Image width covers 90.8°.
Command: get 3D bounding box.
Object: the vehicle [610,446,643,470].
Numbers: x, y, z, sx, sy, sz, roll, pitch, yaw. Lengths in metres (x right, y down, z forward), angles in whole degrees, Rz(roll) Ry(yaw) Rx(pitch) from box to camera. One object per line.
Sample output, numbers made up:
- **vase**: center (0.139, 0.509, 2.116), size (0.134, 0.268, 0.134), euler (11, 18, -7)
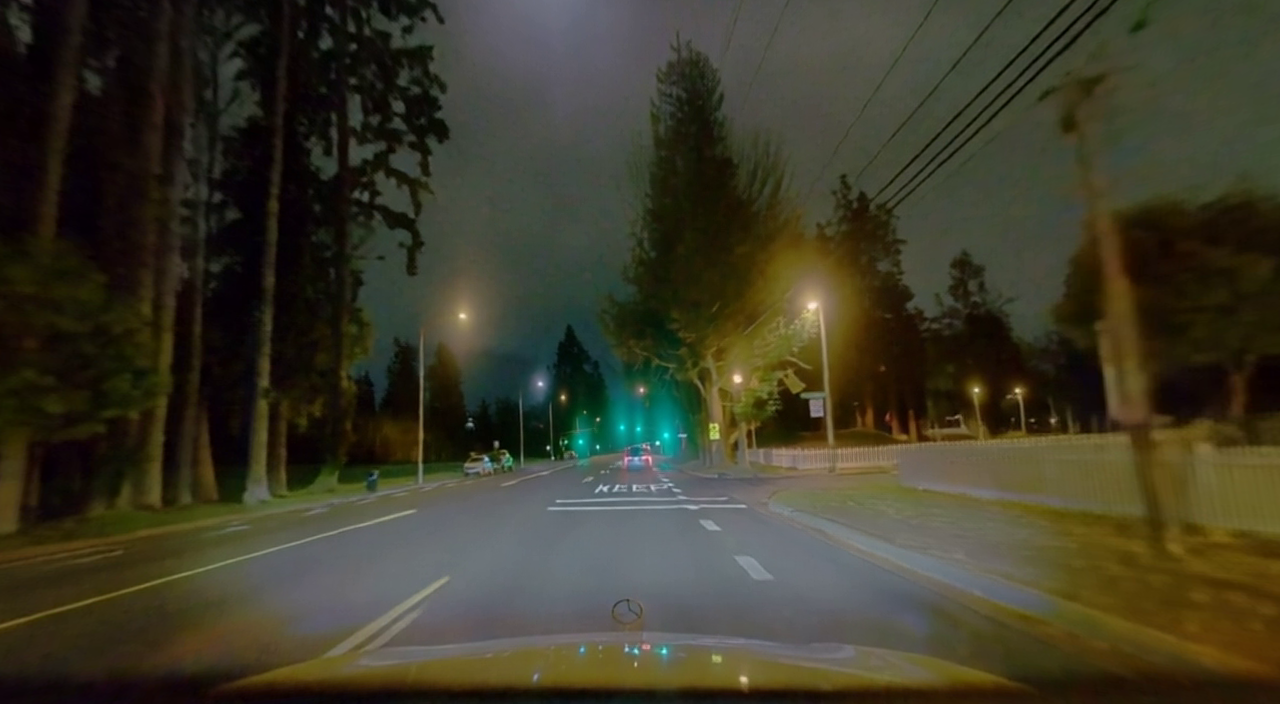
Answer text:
- **vehicle**: center (-0.929, 7.159, 42.874), size (2.104, 1.500, 3.815), euler (0, -9, -2)
